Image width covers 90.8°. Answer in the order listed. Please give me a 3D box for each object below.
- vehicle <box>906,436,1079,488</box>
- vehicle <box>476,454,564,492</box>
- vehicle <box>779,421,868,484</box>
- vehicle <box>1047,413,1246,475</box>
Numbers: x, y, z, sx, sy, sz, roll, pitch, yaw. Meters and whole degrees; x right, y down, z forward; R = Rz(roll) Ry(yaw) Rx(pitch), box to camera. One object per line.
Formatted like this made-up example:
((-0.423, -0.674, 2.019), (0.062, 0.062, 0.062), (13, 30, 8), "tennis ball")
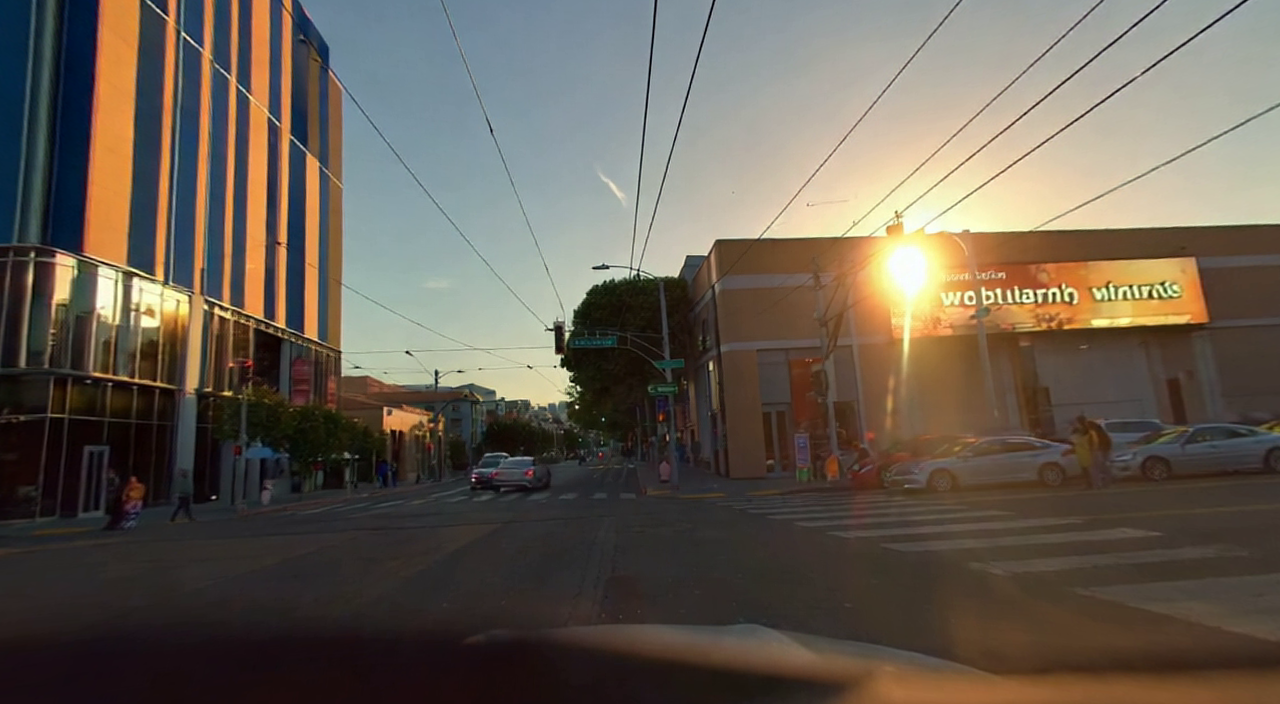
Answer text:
((11.388, 3.547, 20.576), (4.697, 1.510, 1.596), (0, -9, -4), "vehicle")
((-5.262, 5.340, 28.354), (1.797, 1.490, 4.549), (-3, -9, 20), "vehicle")
((7.579, 4.141, 26.634), (2.316, 2.425, 4.466), (1, -7, -2), "vehicle")
((16.754, 3.057, 21.078), (4.944, 1.946, 1.952), (0, -8, -3), "vehicle")
